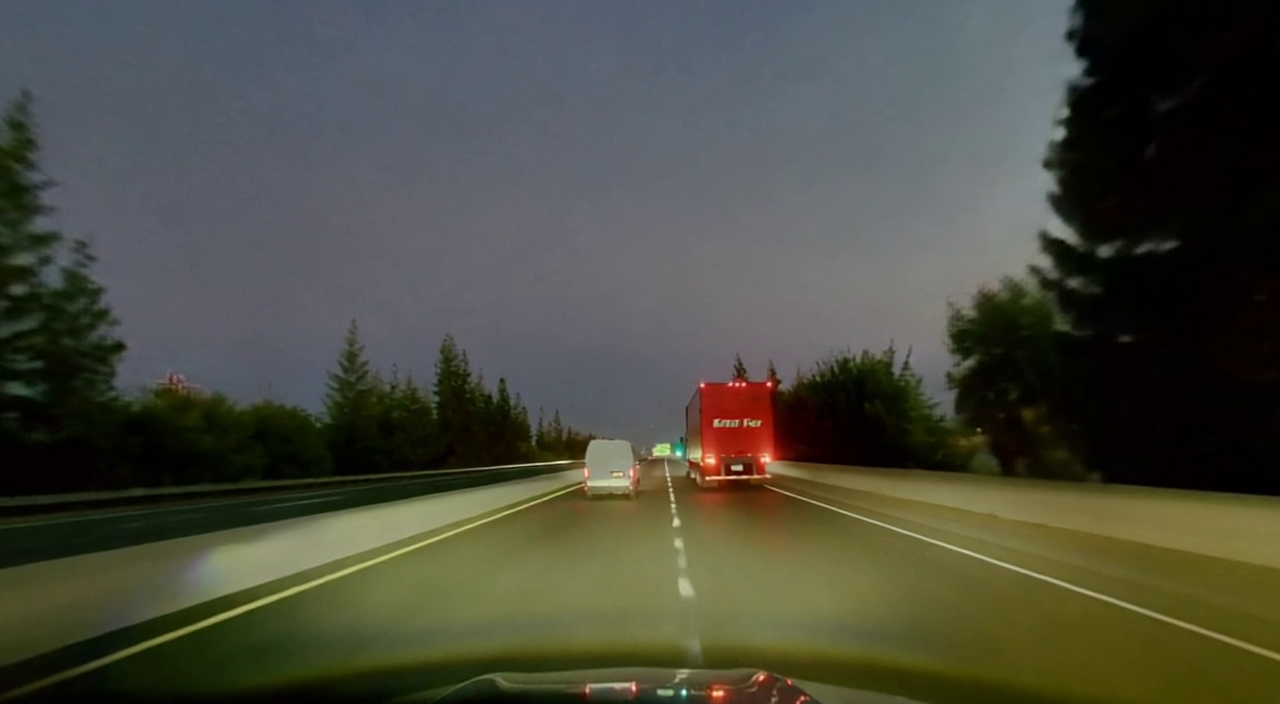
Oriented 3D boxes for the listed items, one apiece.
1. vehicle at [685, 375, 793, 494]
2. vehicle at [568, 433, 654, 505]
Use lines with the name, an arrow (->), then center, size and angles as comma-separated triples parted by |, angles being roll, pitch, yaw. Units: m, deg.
vehicle -> 3.767, 3.749, 27.613 | 3.030, 3.985, 12.707 | 0, -9, 2
vehicle -> -0.710, 3.385, 18.581 | 2.105, 1.865, 4.102 | -1, -9, 3
